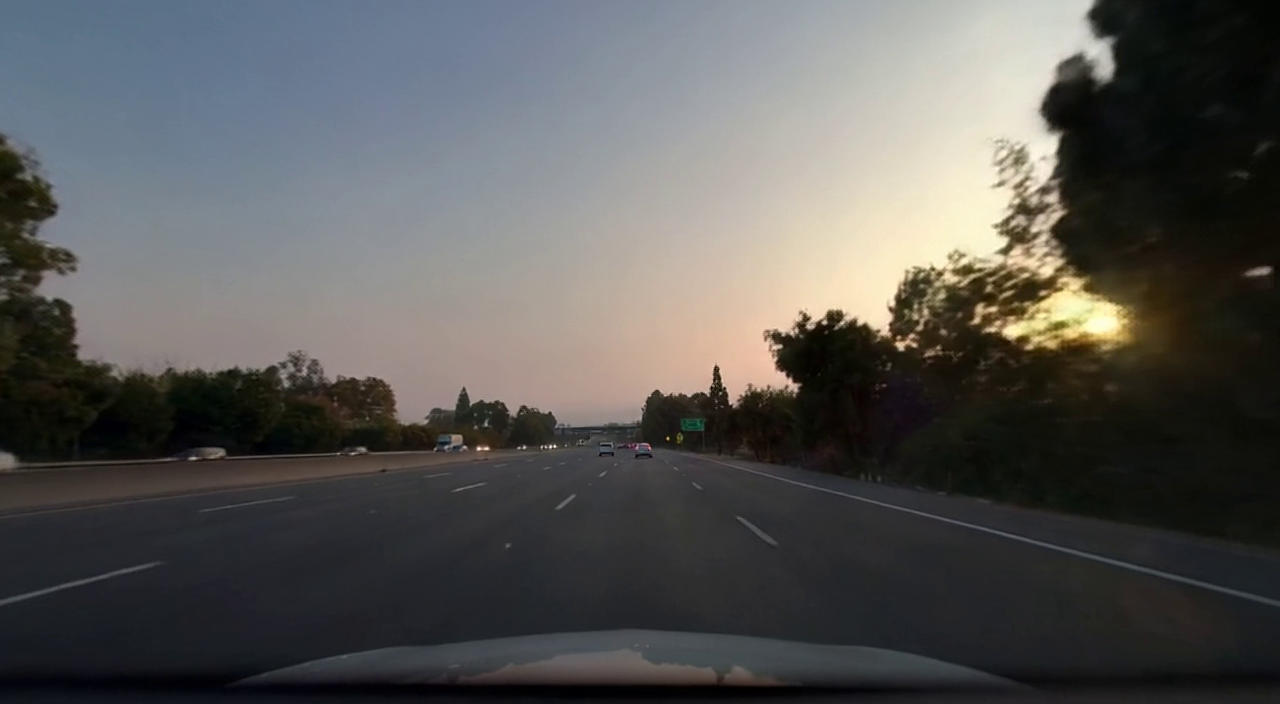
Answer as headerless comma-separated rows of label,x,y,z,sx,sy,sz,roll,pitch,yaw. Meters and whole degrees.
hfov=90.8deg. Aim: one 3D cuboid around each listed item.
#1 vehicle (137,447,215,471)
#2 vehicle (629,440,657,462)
vehicle,-35.615,8.181,48.659,2.008,1.738,5.184,0,-8,0
vehicle,0.225,7.472,47.710,2.021,1.528,4.154,0,-8,0
